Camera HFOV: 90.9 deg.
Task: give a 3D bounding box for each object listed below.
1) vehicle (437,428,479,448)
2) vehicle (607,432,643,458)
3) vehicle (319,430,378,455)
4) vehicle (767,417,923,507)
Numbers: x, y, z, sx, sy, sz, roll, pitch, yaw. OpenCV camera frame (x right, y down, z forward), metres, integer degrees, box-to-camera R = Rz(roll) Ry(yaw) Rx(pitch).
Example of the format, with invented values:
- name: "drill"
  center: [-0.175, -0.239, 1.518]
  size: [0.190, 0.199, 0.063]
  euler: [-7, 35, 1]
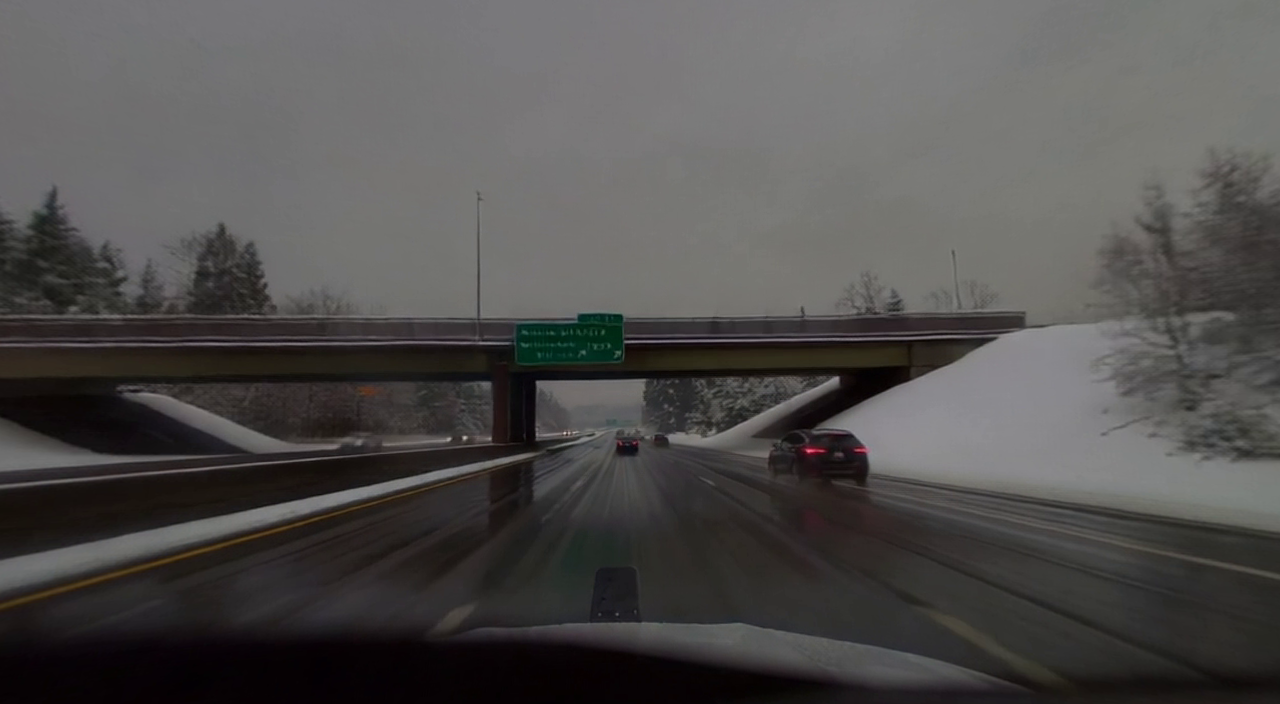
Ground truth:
- name: "vehicle"
  center: [-14.107, 6.710, 49.067]
  size: [2.017, 1.493, 4.377]
  euler: [0, -8, -1]
- name: "vehicle"
  center: [-0.899, 5.495, 37.273]
  size: [1.987, 1.440, 3.565]
  euler: [0, -8, -1]
- name: "vehicle"
  center: [-17.864, 5.557, 38.777]
  size: [1.753, 1.452, 4.018]
  euler: [0, -8, -1]
- name: "vehicle"
  center: [4.064, 2.230, 13.234]
  size: [1.892, 1.600, 3.782]
  euler: [0, -8, -1]
